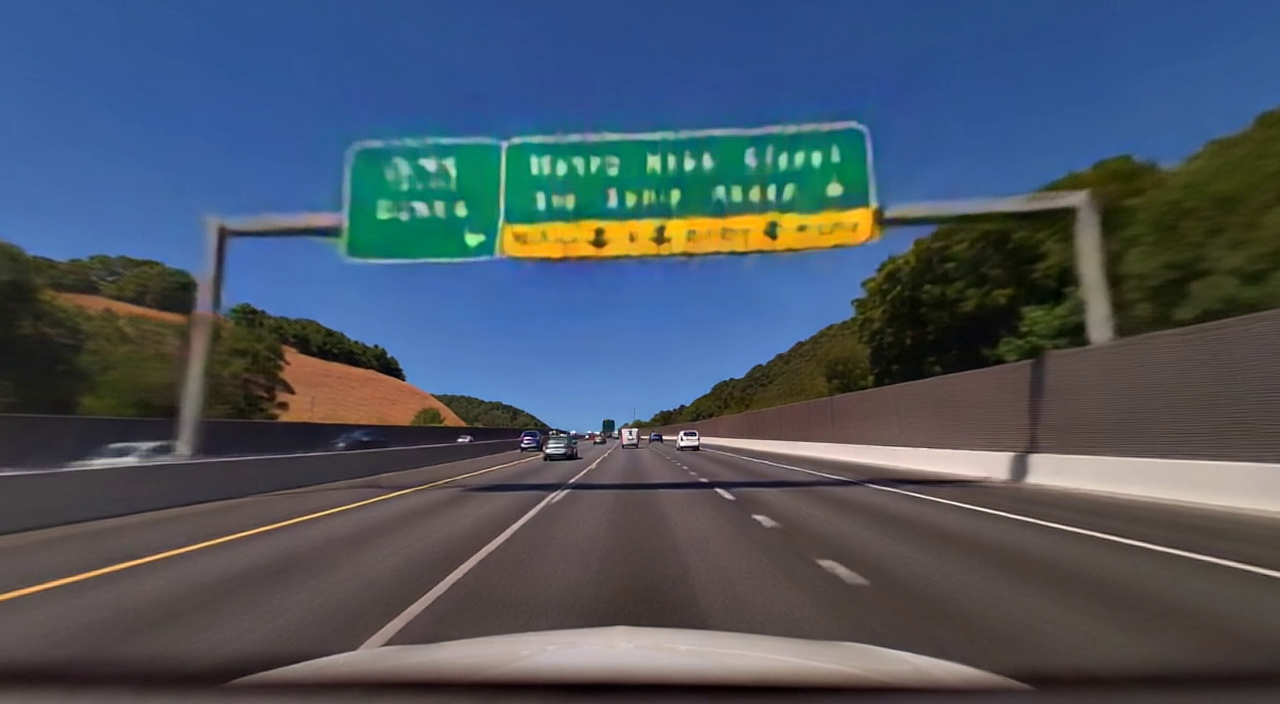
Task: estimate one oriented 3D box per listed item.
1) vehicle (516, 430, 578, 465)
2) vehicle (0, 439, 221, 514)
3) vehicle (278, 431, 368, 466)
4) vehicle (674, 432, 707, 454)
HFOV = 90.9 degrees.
[{"bbox_3d":[-4.152,4.338,28.802,2.204,1.486,4.121,0,-8,0],"label":"vehicle"},{"bbox_3d":[-11.711,2.634,14.010,1.838,1.375,4.405,0,-8,-1],"label":"vehicle"},{"bbox_3d":[-15.350,4.677,30.830,1.932,1.589,4.686,0,-8,0],"label":"vehicle"},{"bbox_3d":[3.454,6.325,43.843,1.806,1.469,3.681,0,-8,-3],"label":"vehicle"}]
